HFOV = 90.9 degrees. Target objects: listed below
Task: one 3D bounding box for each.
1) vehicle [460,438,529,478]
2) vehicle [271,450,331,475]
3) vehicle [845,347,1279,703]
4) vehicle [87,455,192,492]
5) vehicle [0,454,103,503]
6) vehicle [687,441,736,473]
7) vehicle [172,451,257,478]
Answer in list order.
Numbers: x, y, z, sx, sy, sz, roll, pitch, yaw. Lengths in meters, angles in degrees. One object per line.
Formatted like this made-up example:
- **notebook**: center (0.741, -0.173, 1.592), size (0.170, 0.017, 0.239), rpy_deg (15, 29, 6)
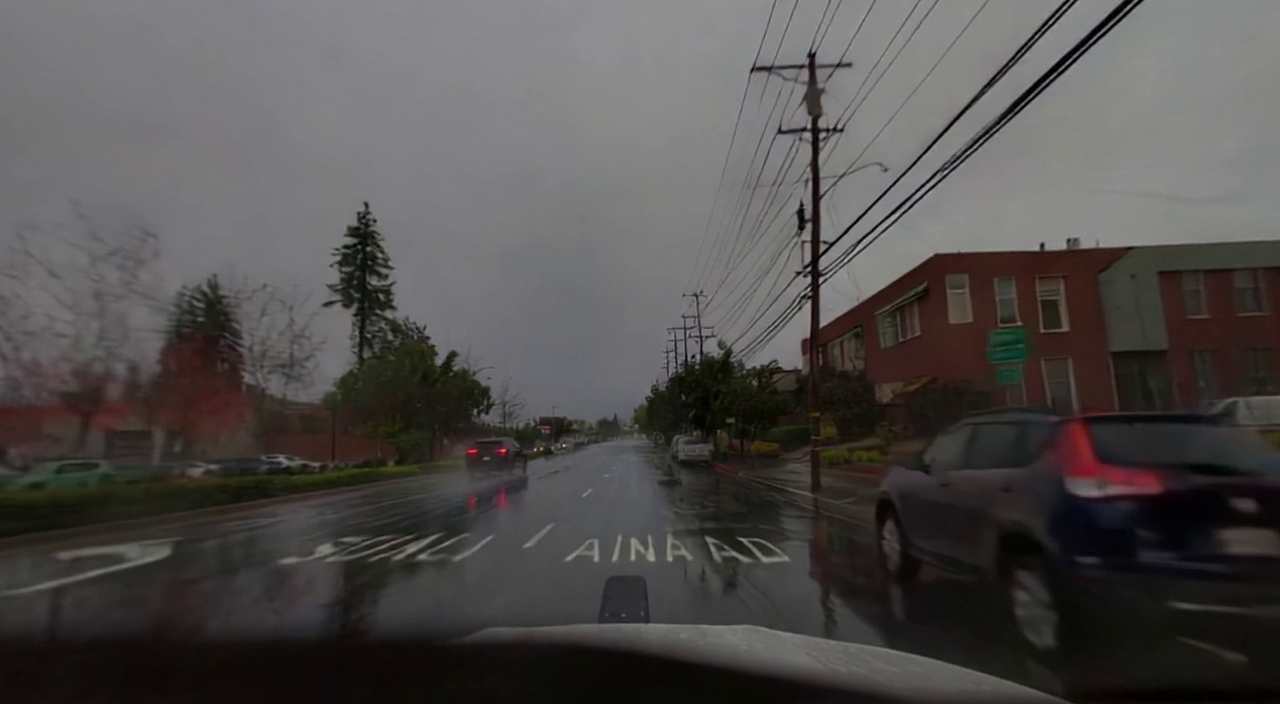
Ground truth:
- **vehicle**: center (-6.555, 4.815, 28.943), size (2.000, 1.671, 4.497), rpy_deg (0, -8, 1)
- **vehicle**: center (-25.673, 8.369, 47.947), size (1.959, 1.707, 4.481), rpy_deg (0, -8, 1)
- **vehicle**: center (3.505, 1.240, 5.291), size (2.104, 1.915, 4.343), rpy_deg (0, -8, 0)
- **vehicle**: center (-25.743, 6.248, 32.682), size (1.857, 1.472, 4.422), rpy_deg (-5, -8, 1)
- **vehicle**: center (-25.738, 5.328, 26.539), size (2.132, 1.492, 4.734), rpy_deg (-4, -4, 1)
- **vehicle**: center (3.757, 5.601, 33.988), size (2.048, 1.556, 4.753), rpy_deg (0, -8, 0)
- **vehicle**: center (-25.689, 6.871, 38.265), size (1.935, 1.487, 4.600), rpy_deg (-1, -11, 0)
